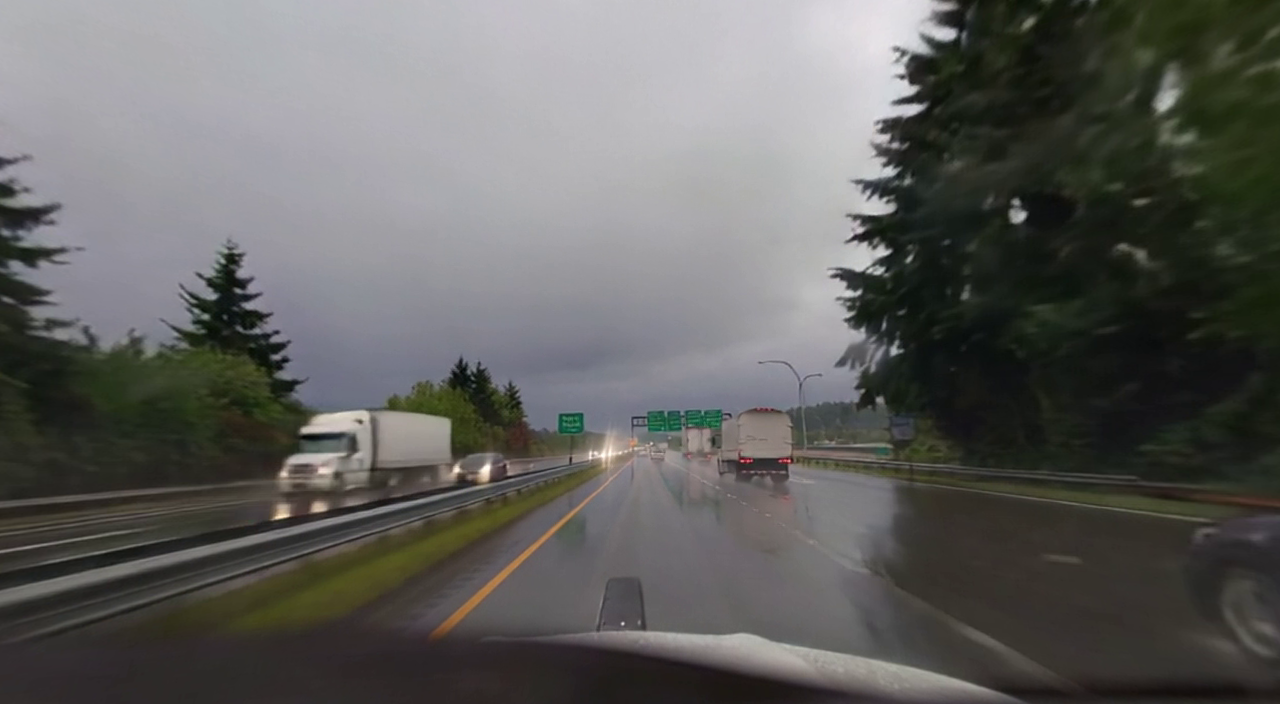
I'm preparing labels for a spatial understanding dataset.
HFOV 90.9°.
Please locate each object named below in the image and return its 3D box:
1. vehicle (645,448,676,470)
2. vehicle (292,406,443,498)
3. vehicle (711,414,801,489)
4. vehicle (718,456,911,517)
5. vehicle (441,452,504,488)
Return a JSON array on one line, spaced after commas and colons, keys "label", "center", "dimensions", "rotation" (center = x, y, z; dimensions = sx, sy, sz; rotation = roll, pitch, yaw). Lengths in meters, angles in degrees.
[{"label": "vehicle", "center": [1.423, 7.497, 44.372], "dimensions": [2.049, 1.500, 3.790], "rotation": [0, -9, 1]}, {"label": "vehicle", "center": [-12.259, 4.646, 29.571], "dimensions": [2.938, 3.612, 8.757], "rotation": [0, -9, 1]}, {"label": "vehicle", "center": [4.680, 4.162, 26.605], "dimensions": [2.569, 2.783, 5.984], "rotation": [0, -9, -1]}, {"label": "vehicle", "center": [4.663, 4.042, 20.454], "dimensions": [2.472, 1.036, 13.239], "rotation": [-2, -9, -1]}, {"label": "vehicle", "center": [-8.173, 5.784, 31.133], "dimensions": [1.893, 1.495, 4.489], "rotation": [-3, -9, 0]}]
